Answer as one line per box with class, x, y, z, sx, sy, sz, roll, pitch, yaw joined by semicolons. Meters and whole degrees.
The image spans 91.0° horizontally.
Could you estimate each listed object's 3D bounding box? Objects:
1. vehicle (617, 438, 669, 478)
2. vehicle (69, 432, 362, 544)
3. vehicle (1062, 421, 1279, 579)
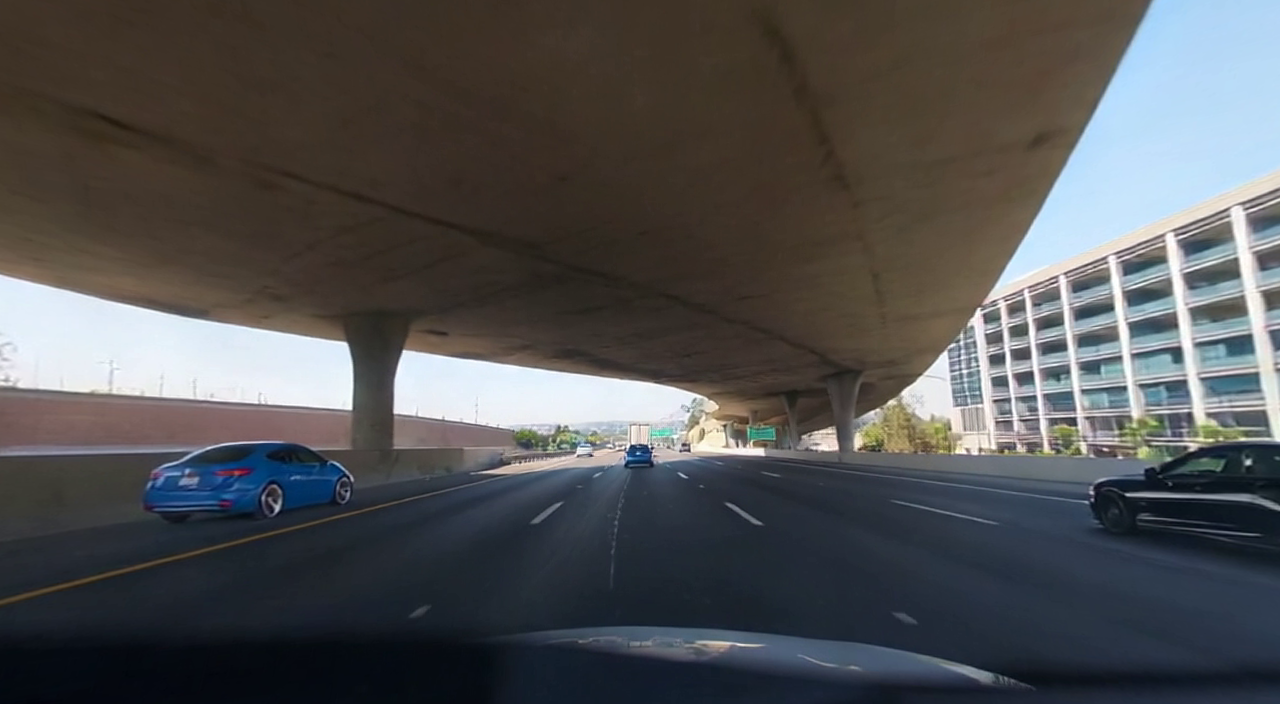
vehicle;0.108;4.450;26.693;2.036;1.542;3.891;0;-8;0
vehicle;-6.645;2.137;10.615;1.978;1.477;4.239;0;-8;0
vehicle;7.108;1.514;6.668;1.937;1.498;4.710;0;-8;-1
